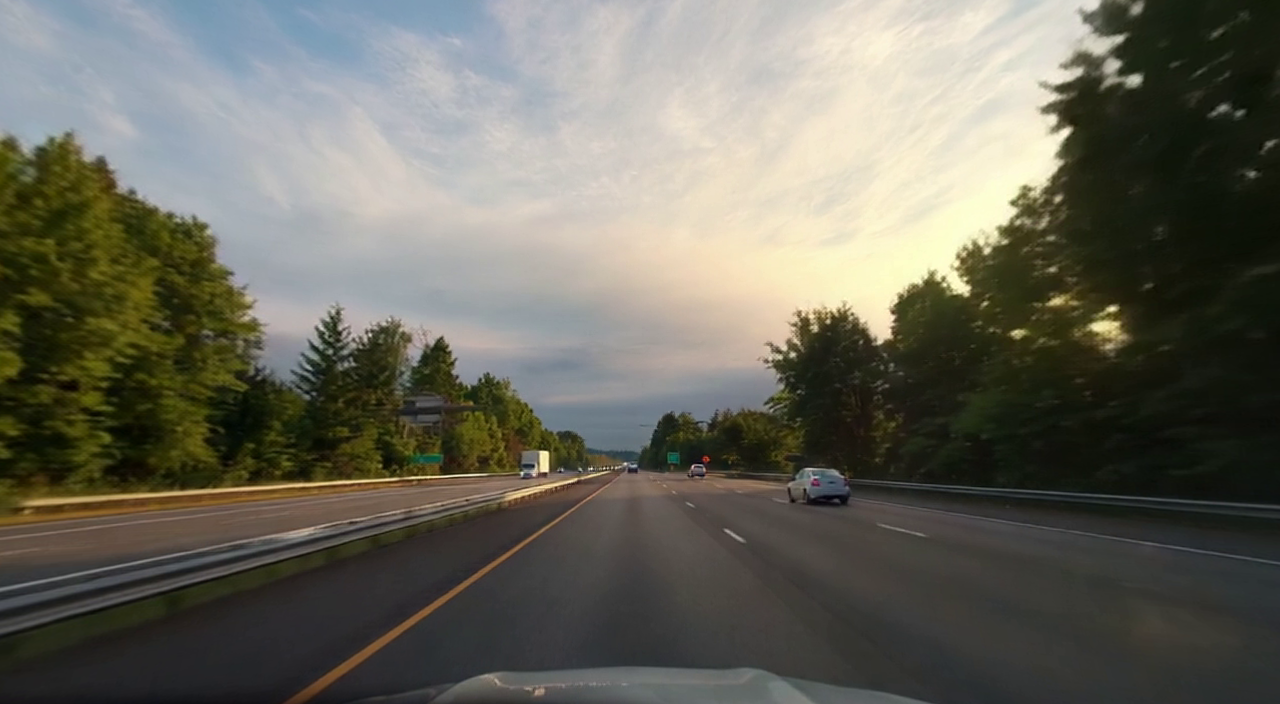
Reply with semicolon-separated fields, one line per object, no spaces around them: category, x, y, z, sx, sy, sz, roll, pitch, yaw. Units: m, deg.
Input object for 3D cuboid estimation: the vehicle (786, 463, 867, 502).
vehicle;7.827;5.514;26.930;2.024;1.476;4.352;1;-10;-1
